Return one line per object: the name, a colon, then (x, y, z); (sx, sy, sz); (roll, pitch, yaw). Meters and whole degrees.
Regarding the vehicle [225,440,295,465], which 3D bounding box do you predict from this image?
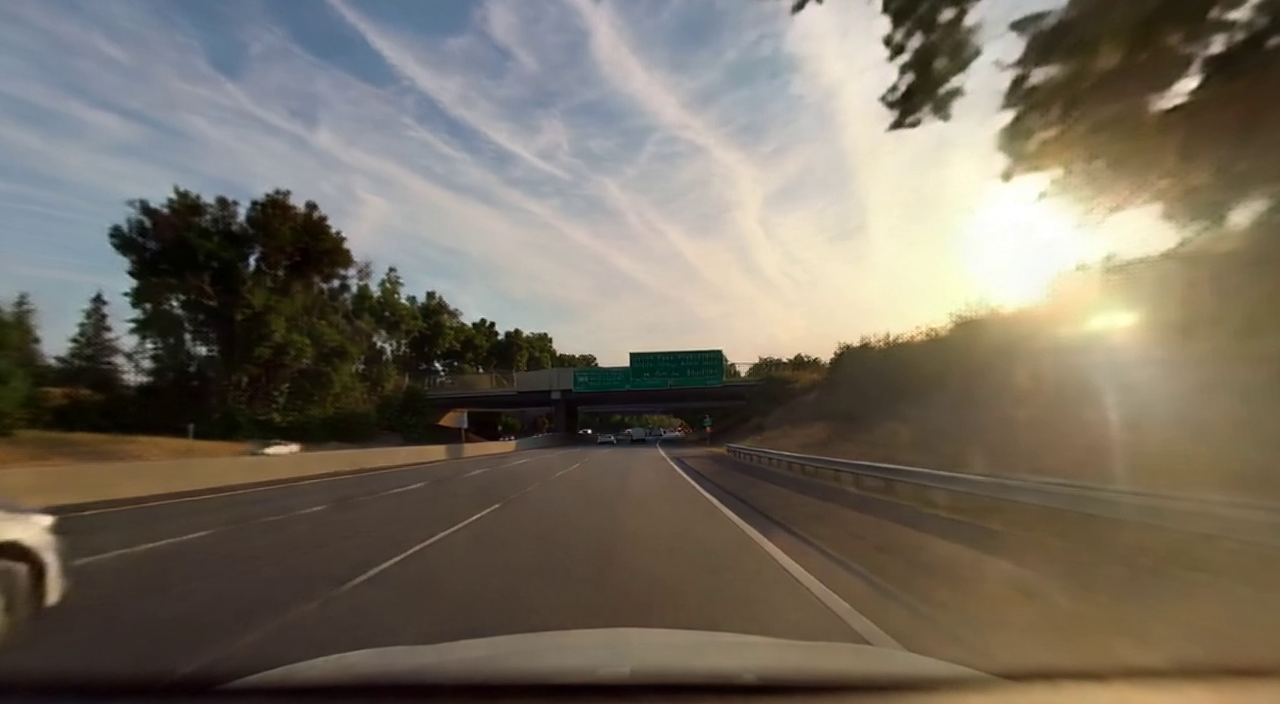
vehicle: (-23.265, 6.120, 38.719); (1.772, 1.430, 4.002); (0, -7, 0)
